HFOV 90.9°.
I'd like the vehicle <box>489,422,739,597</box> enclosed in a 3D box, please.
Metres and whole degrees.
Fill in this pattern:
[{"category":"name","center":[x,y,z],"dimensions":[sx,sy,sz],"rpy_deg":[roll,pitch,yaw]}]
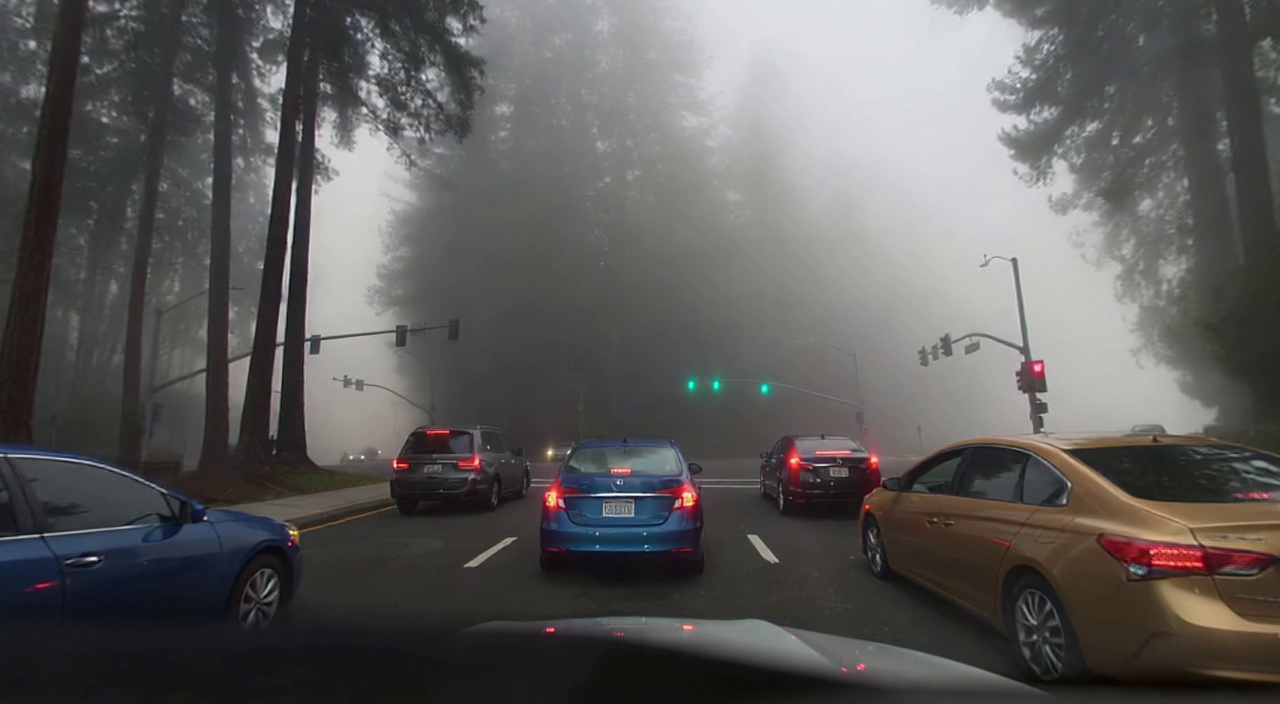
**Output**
[{"category":"vehicle","center":[-0.257,1.641,7.408],"dimensions":[2.147,1.479,3.803],"rpy_deg":[0,-8,-1]}]

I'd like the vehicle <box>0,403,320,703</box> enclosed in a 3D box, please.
[{"category":"vehicle","center":[-3.637,1.021,3.004],"dimensions":[1.935,1.482,4.433],"rpy_deg":[0,-8,-1]}]

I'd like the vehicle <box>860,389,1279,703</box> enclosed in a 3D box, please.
[{"category":"vehicle","center":[3.137,1.150,4.058],"dimensions":[1.903,1.480,4.270],"rpy_deg":[0,-8,0]}]

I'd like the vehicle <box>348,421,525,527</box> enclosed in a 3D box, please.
[{"category":"vehicle","center":[-3.727,2.307,12.494],"dimensions":[1.961,1.714,4.268],"rpy_deg":[0,-8,2]}]

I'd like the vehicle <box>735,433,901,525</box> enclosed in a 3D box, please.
[{"category":"vehicle","center":[3.184,2.335,12.330],"dimensions":[1.975,1.460,4.357],"rpy_deg":[0,-8,0]}]
